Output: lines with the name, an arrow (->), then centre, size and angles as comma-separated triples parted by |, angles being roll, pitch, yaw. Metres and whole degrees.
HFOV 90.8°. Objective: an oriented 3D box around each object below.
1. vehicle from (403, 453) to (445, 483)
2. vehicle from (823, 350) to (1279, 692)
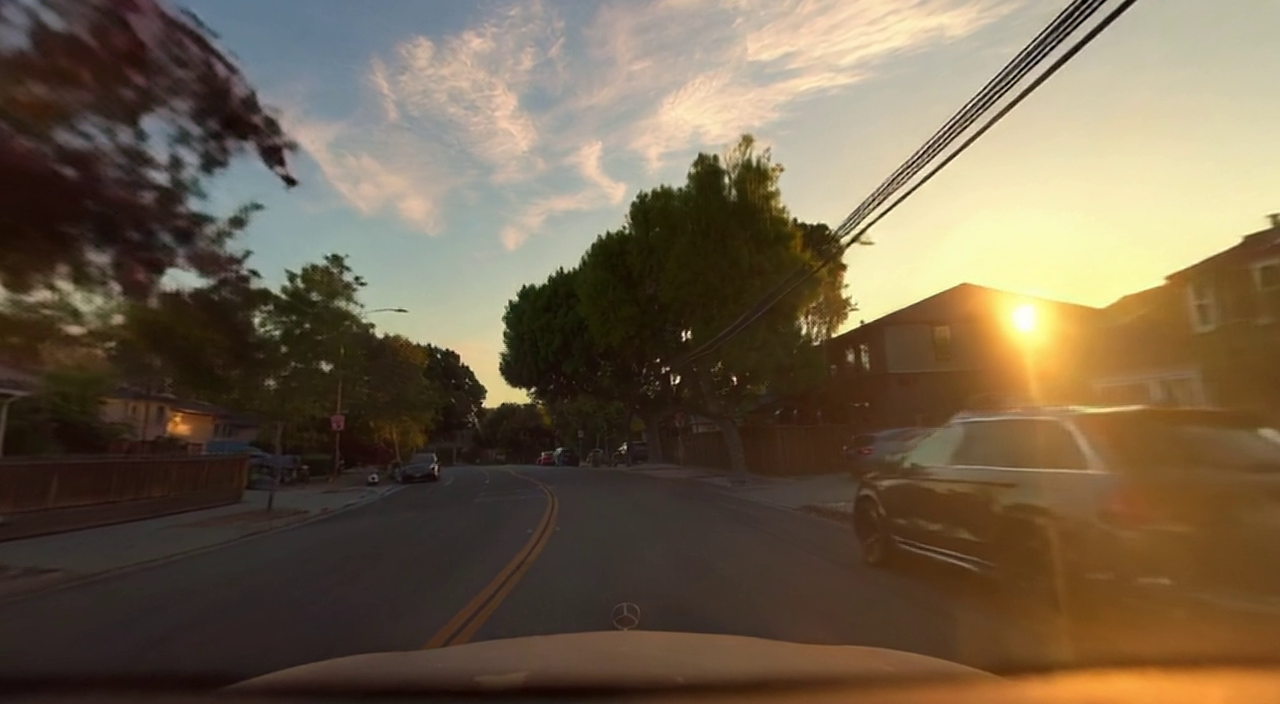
vehicle -> -11.850, 6.346, 34.828 | 1.902, 1.434, 4.313 | 2, -9, -15
vehicle -> 3.704, 1.313, 6.119 | 2.214, 1.962, 4.733 | 0, -9, -3
